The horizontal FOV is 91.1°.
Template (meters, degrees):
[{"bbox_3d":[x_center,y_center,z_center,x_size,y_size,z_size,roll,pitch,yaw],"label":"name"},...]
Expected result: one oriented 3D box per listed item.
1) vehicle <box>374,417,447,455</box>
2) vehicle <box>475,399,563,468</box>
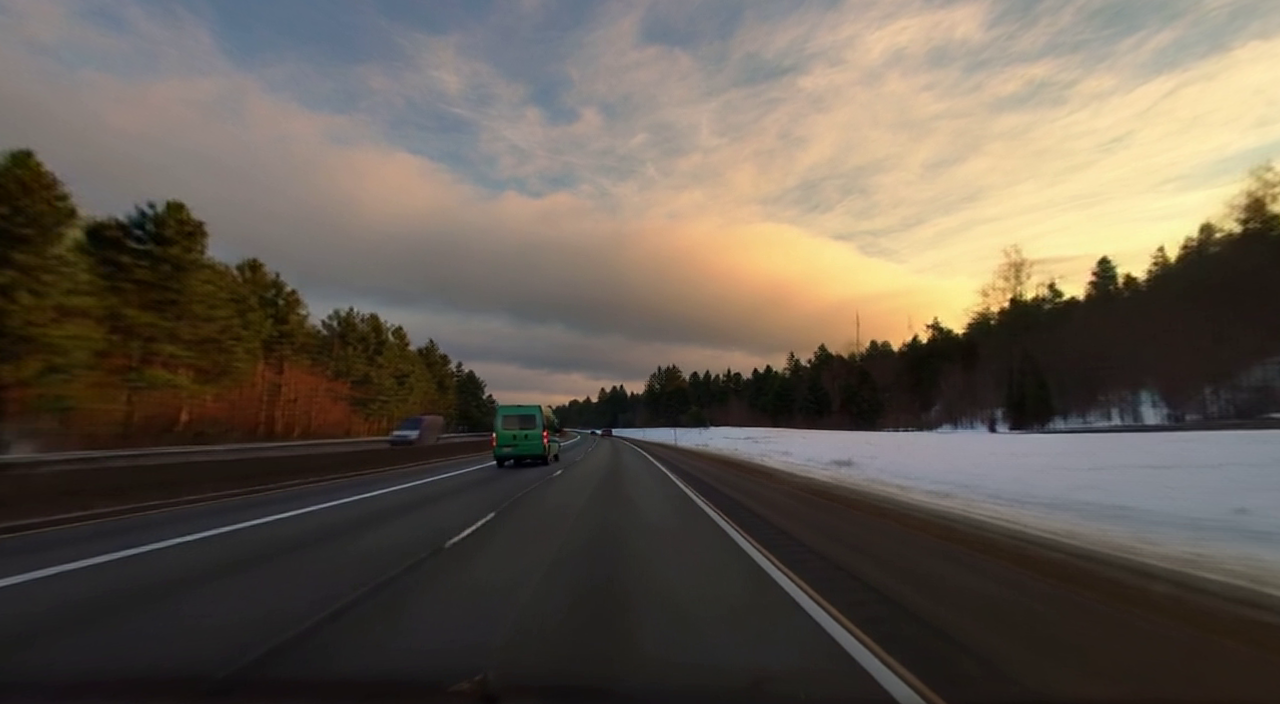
[{"bbox_3d":[-12.326,4.560,34.119,2.153,1.918,4.991,0,-8,-1],"label":"vehicle"},{"bbox_3d":[-4.725,3.319,25.596,2.561,2.509,5.465,0,-8,-1],"label":"vehicle"}]
